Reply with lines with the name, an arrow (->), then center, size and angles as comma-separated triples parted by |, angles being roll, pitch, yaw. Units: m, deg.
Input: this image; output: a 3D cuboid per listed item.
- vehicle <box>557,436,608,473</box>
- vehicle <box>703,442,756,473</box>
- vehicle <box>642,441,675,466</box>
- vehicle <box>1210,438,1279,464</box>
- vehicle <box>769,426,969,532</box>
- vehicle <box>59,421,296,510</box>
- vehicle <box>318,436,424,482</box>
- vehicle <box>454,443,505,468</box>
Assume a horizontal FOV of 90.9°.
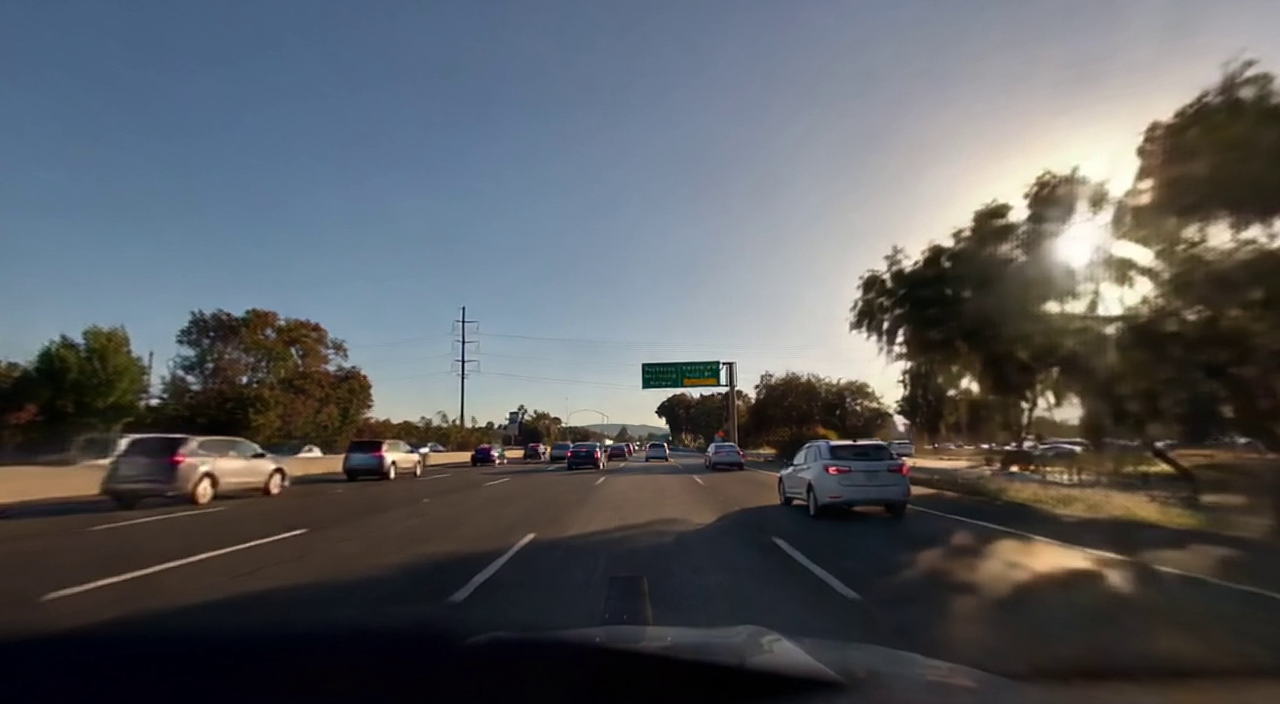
vehicle -> -2.949, 5.397, 33.367 | 2.133, 1.775, 4.530 | 0, -8, 1
vehicle -> 4.530, 5.410, 32.725 | 2.022, 1.472, 4.678 | 0, -8, 0
vehicle -> 1.234, 7.012, 43.779 | 2.220, 1.575, 4.332 | 0, -8, 0
vehicle -> 36.432, 5.830, 37.258 | 3.835, 1.440, 1.678 | 0, -8, -1
vehicle -> 3.916, 2.235, 11.757 | 2.036, 1.580, 4.360 | 0, -8, -1
vehicle -> -10.716, 2.656, 15.230 | 2.083, 1.776, 4.721 | 0, -8, 1
vehicle -> -10.635, 4.252, 25.388 | 2.137, 1.690, 4.630 | 0, -8, 1
vehicle -> -10.268, 6.635, 40.705 | 1.926, 1.479, 4.688 | 0, -8, 1
